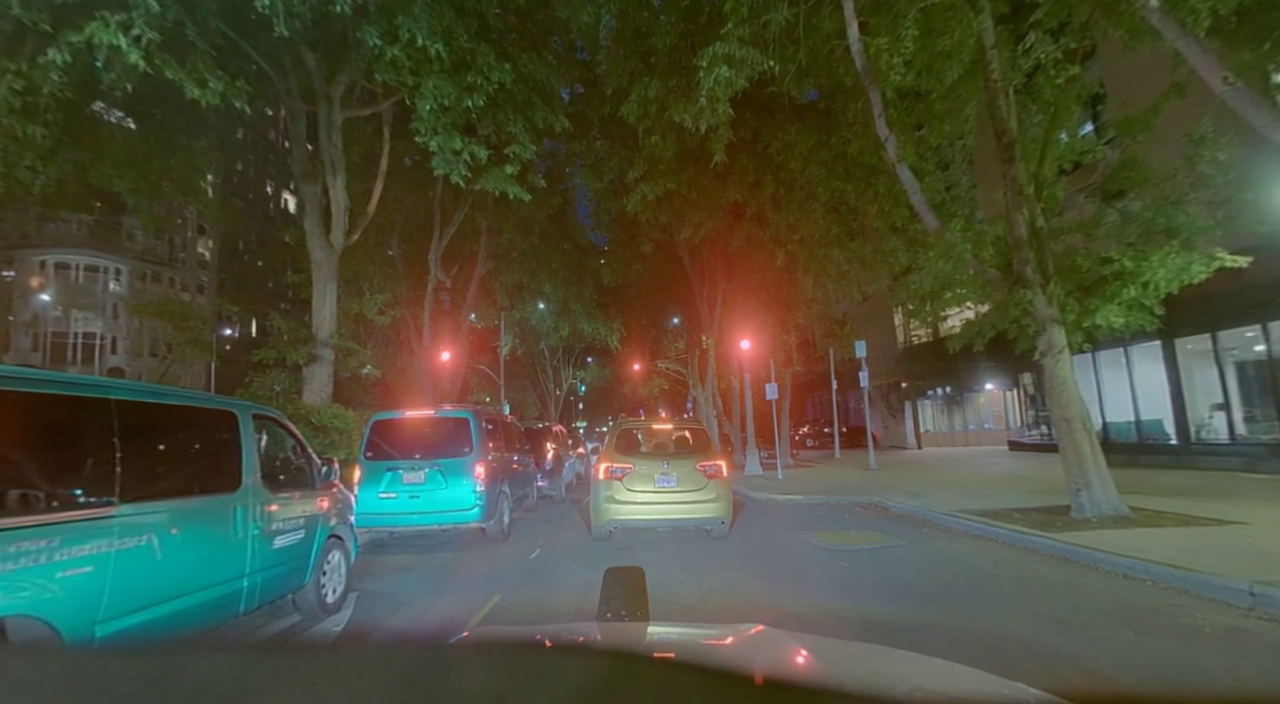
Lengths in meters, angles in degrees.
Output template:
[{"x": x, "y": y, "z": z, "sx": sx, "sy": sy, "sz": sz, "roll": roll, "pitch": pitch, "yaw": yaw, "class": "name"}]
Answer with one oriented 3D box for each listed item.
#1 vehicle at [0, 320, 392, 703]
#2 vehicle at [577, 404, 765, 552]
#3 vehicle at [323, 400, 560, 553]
[{"x": -3.173, "y": 0.973, "z": 3.590, "sx": 1.940, "sy": 1.722, "sz": 3.823, "roll": 0, "pitch": -8, "yaw": 0, "class": "vehicle"}, {"x": 0.370, "y": 1.770, "z": 9.439, "sx": 2.205, "sy": 1.727, "sz": 3.917, "roll": 0, "pitch": -8, "yaw": 0, "class": "vehicle"}, {"x": -2.642, "y": 1.811, "z": 9.806, "sx": 2.124, "sy": 1.799, "sz": 4.587, "roll": 0, "pitch": -8, "yaw": 1, "class": "vehicle"}]
